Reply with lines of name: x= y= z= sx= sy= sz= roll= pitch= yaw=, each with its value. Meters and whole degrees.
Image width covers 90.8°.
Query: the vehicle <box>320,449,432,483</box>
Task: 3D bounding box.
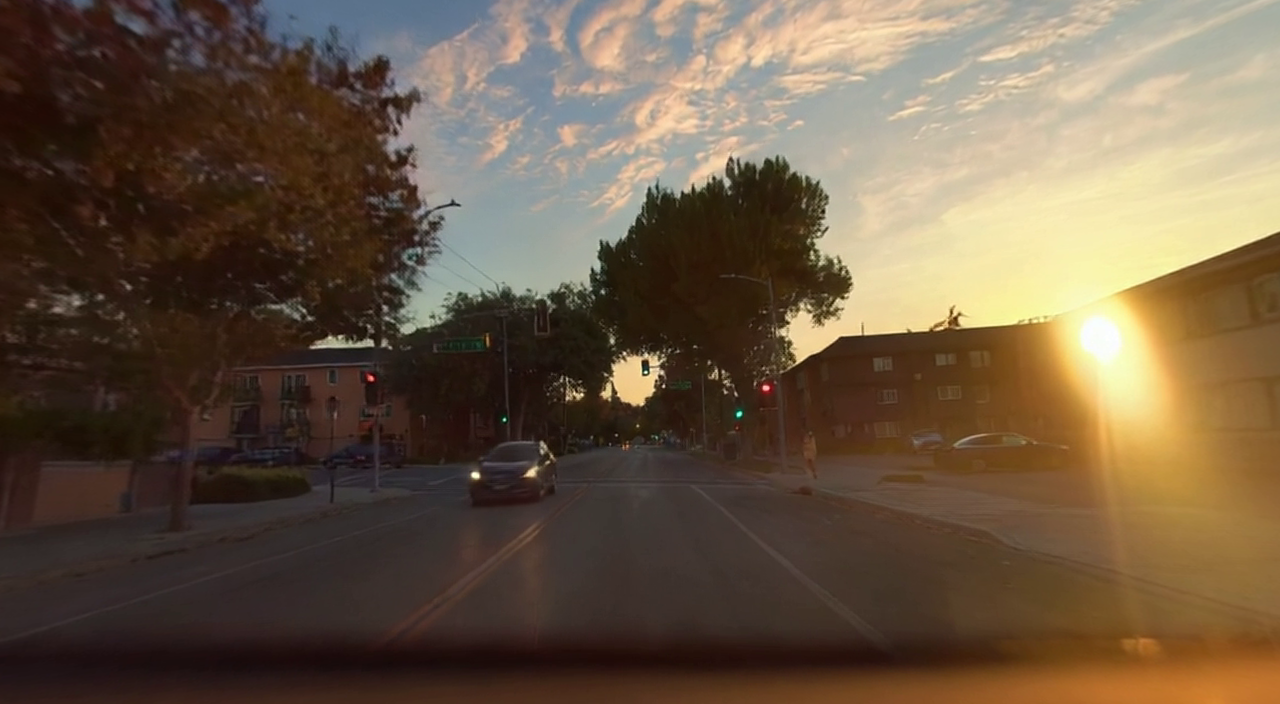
vehicle: x=-11.705 y=5.064 z=28.136 sx=4.135 sy=1.424 sz=1.945 roll=-1 pitch=-9 yaw=8

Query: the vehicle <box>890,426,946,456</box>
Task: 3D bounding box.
vehicle: x=17.096 y=5.515 z=39.100 sx=2.013 sy=1.722 sz=4.007 roll=-2 pitch=-9 yaw=7

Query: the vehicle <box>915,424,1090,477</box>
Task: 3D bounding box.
vehicle: x=12.748 y=3.491 z=22.457 sx=4.908 sy=1.521 sz=2.108 roll=-2 pitch=-9 yaw=-5

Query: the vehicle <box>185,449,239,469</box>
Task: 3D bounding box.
vehicle: x=-32.983 y=8.259 z=48.810 sx=1.649 sy=1.428 sz=3.898 roll=1 pitch=-9 yaw=-5

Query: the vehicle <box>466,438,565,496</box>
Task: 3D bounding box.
vehicle: x=-3.546 y=3.370 z=18.883 sx=2.015 sy=1.508 sz=4.353 roll=0 pitch=-9 yaw=1
